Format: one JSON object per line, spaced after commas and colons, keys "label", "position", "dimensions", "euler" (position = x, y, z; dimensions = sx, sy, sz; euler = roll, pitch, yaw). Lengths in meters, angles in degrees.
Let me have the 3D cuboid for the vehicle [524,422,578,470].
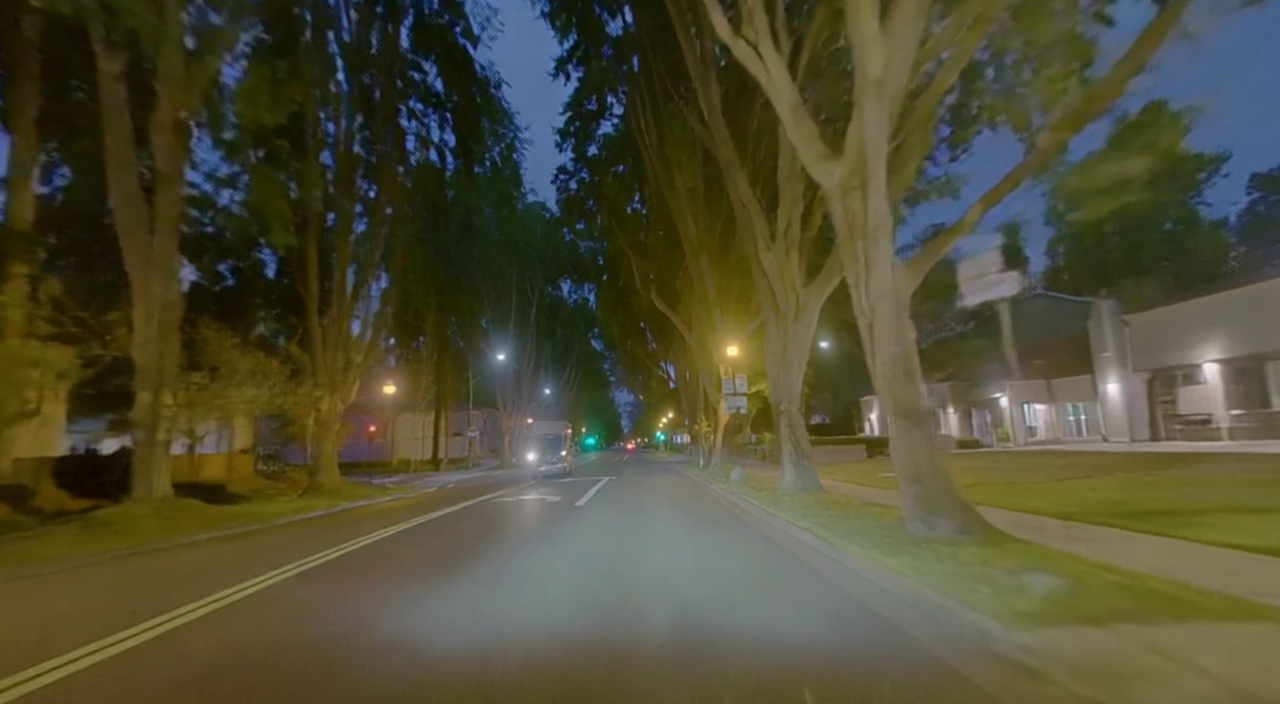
{"label": "vehicle", "position": [-5.428, 5.847, 39.238], "dimensions": [2.303, 2.760, 5.868], "euler": [0, -9, 2]}
